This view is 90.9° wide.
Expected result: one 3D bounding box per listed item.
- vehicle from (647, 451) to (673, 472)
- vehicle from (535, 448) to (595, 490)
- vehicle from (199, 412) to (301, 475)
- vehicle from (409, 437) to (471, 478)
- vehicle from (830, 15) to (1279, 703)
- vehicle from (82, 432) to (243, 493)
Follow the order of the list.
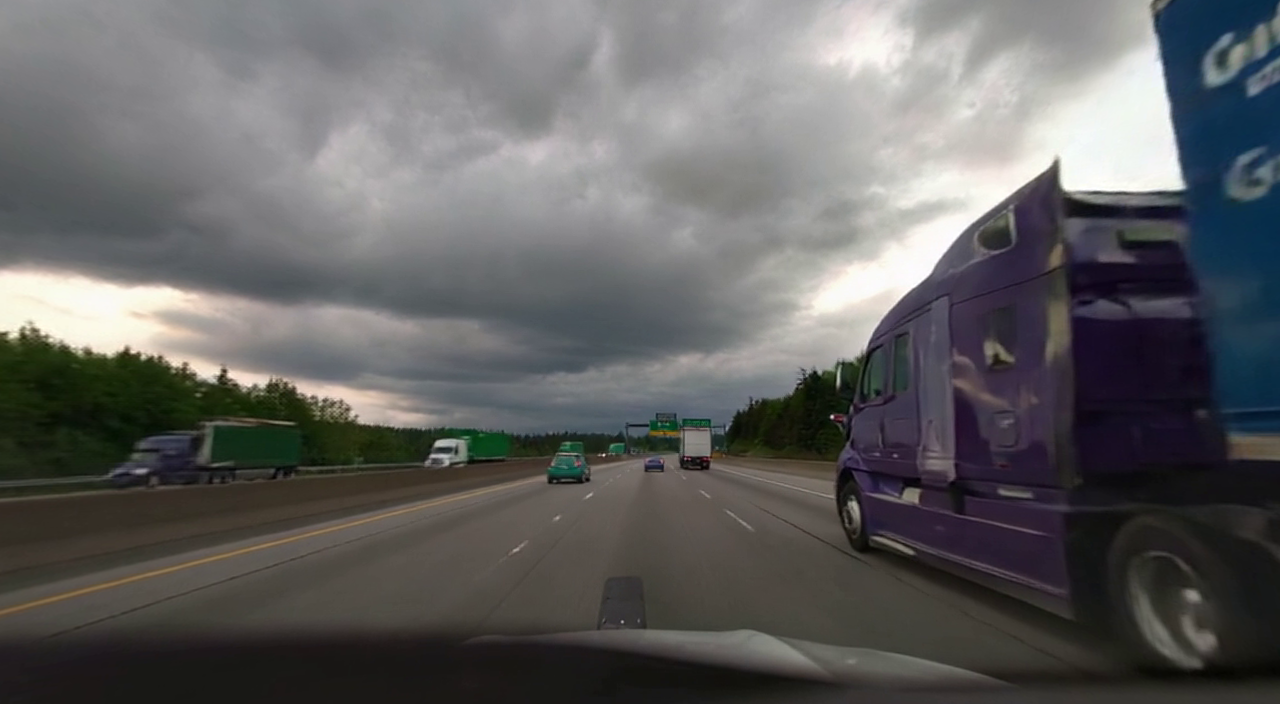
[{"bbox_3d":[1.567,8.622,49.797,1.957,1.541,4.099,0,-9,1],"label":"vehicle"},{"bbox_3d":[-3.033,4.867,26.499,1.960,1.579,4.384,0,-9,0],"label":"vehicle"},{"bbox_3d":[-22.301,5.313,36.377,2.385,3.298,5.011,-1,-9,2],"label":"vehicle"},{"bbox_3d":[-14.137,7.489,44.897,2.210,2.679,5.840,-1,-9,3],"label":"vehicle"},{"bbox_3d":[4.411,0.368,6.356,3.020,3.962,5.781,0,-9,-1],"label":"vehicle"},{"bbox_3d":[-22.398,5.228,30.098,2.614,2.602,6.122,0,-9,2],"label":"vehicle"}]
